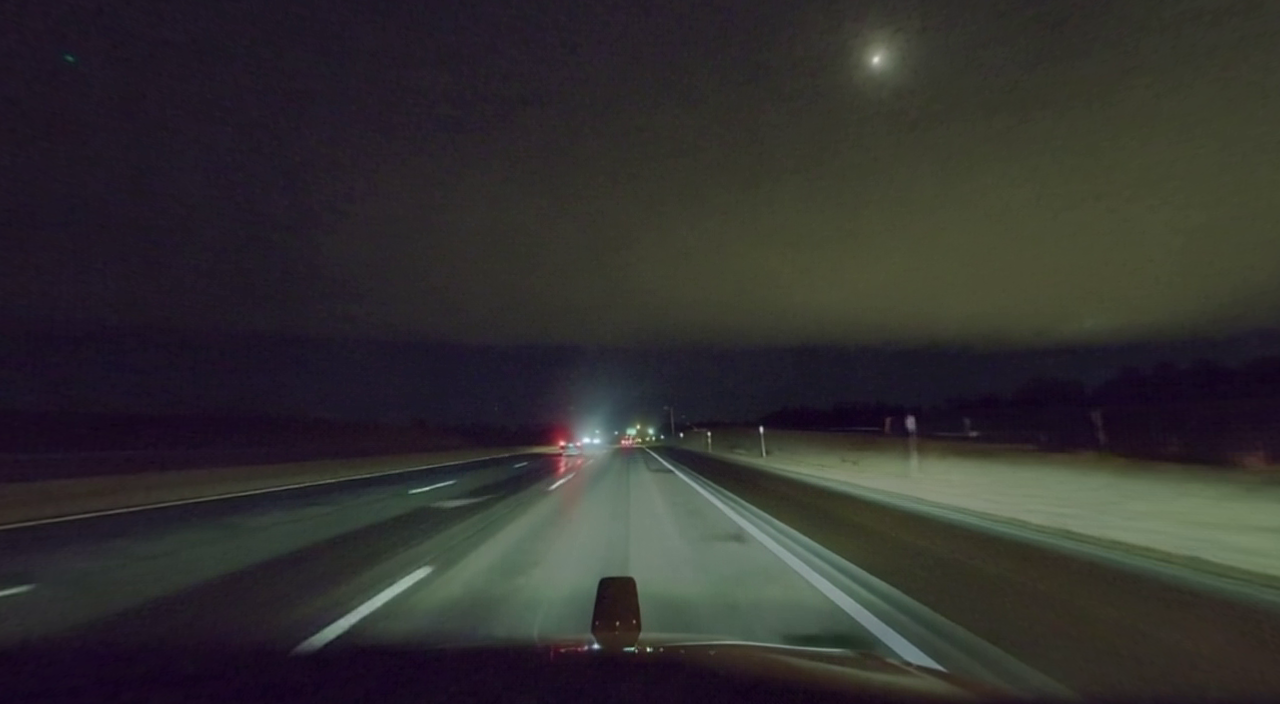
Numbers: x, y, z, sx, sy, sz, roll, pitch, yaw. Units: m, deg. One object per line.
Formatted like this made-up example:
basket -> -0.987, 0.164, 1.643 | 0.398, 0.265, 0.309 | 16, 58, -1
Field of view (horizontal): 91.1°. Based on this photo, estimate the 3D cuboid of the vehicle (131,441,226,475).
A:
vehicle -> -23.560, 5.388, 32.295 | 1.855, 1.575, 4.021 | 0, -8, -1

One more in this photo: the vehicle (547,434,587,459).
vehicle -> -4.909, 6.416, 42.777 | 2.129, 1.588, 4.980 | 0, -8, 0
